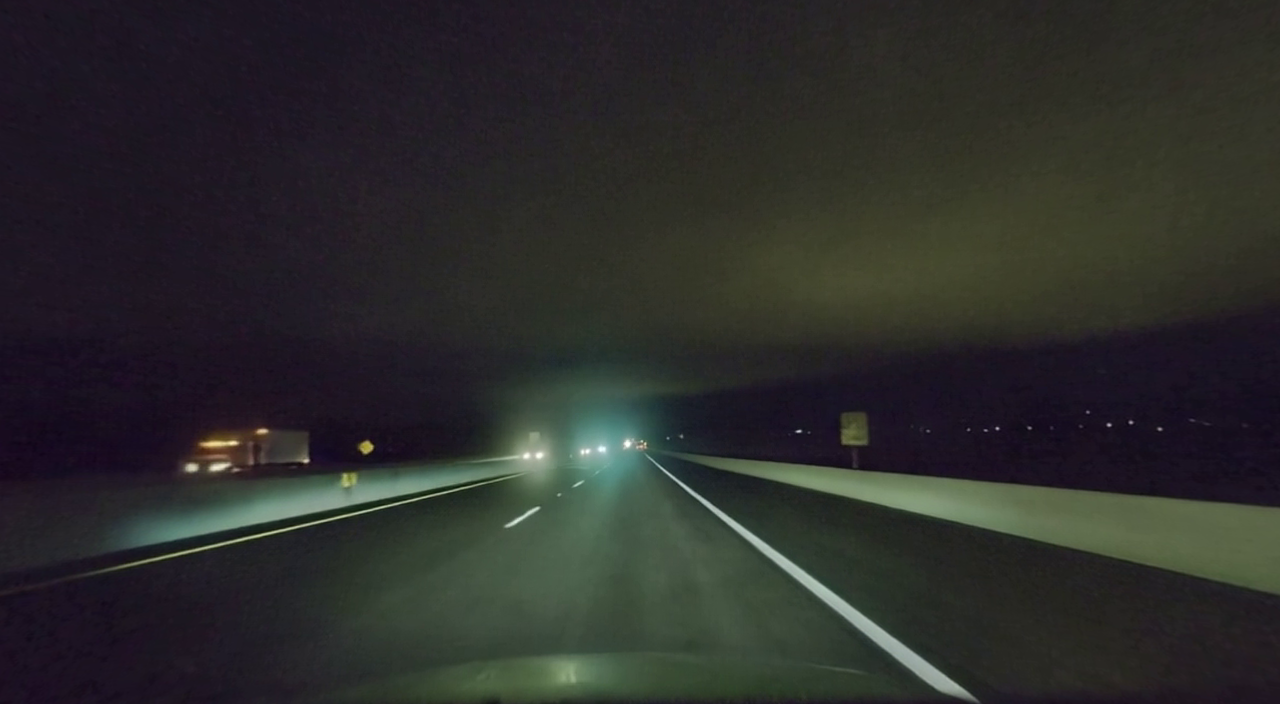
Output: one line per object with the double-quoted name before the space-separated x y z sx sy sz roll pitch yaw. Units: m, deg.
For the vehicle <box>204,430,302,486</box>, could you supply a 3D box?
"vehicle" -25.628 7.066 42.017 2.844 3.341 7.695 1 -9 -11
